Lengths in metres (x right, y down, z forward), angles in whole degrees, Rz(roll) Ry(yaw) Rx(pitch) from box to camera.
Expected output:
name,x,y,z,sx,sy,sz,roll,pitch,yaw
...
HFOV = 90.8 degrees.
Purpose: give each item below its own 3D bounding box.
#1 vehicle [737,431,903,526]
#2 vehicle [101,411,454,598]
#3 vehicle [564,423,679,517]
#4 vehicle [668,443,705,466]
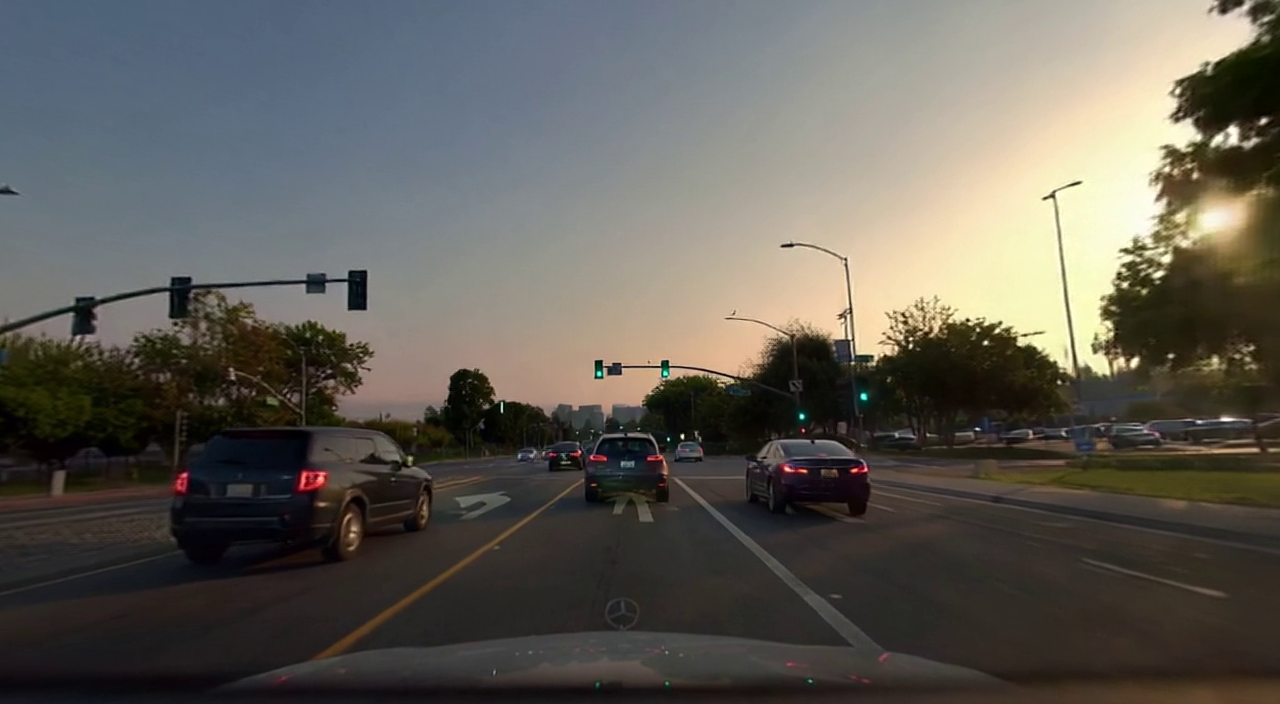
name,x,y,z,sx,sy,sz,roll,pitch,yaw
vehicle,3.314,2.411,12.605,2.068,1.541,4.041,0,-8,-1
vehicle,-3.777,1.632,7.613,1.823,1.602,4.061,0,-8,0
vehicle,-0.369,2.522,13.981,2.150,1.725,4.096,0,-8,0
vehicle,3.181,7.129,43.998,2.171,1.469,4.420,0,-8,-1
